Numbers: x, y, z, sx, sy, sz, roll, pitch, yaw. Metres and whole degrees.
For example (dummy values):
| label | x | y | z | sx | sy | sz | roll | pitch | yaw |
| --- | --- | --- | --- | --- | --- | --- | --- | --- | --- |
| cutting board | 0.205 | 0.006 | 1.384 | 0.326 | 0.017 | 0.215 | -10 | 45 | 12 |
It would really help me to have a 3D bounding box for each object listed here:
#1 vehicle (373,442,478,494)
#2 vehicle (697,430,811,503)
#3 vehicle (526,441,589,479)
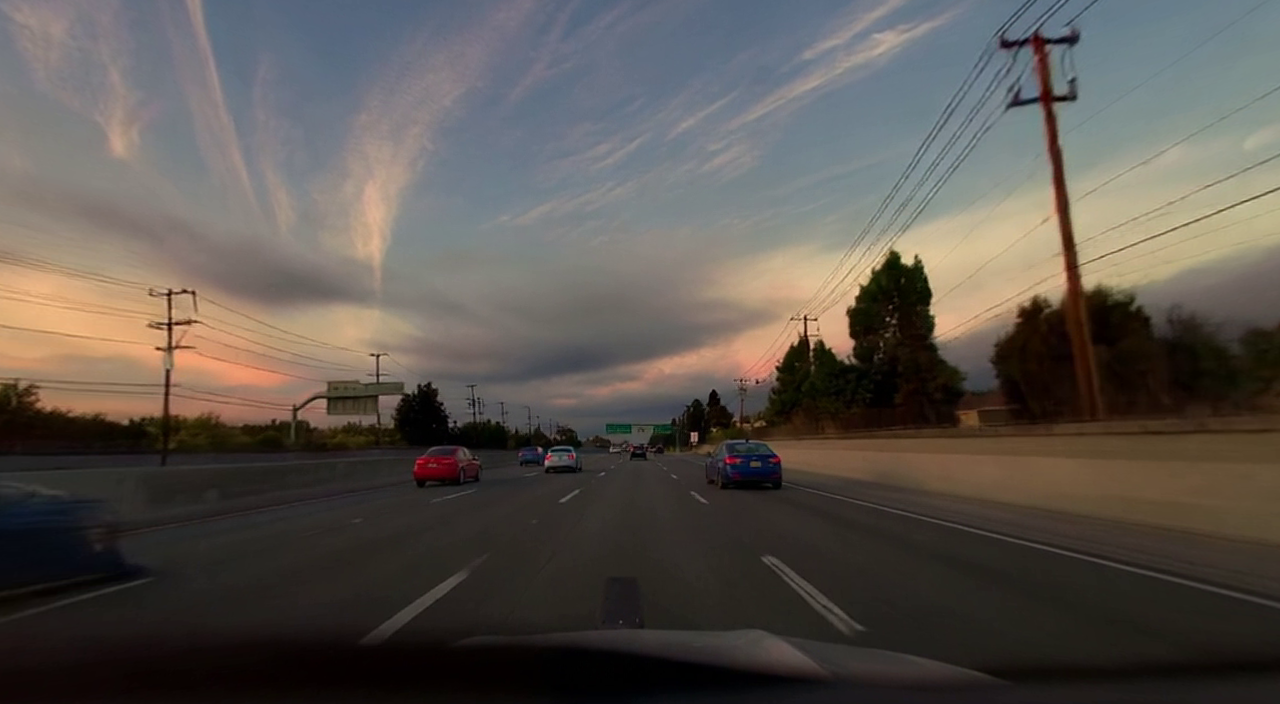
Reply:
| label | x | y | z | sx | sy | sz | roll | pitch | yaw |
| --- | --- | --- | --- | --- | --- | --- | --- | --- | --- |
| vehicle | -6.707 | 3.638 | 20.269 | 1.903 | 1.482 | 4.180 | 0 | -8 | 0 |
| vehicle | 2.837 | 2.979 | 16.856 | 2.100 | 1.659 | 4.387 | 0 | -8 | -1 |
| vehicle | -3.426 | 4.562 | 26.999 | 2.066 | 1.488 | 4.377 | 0 | -8 | 1 |
